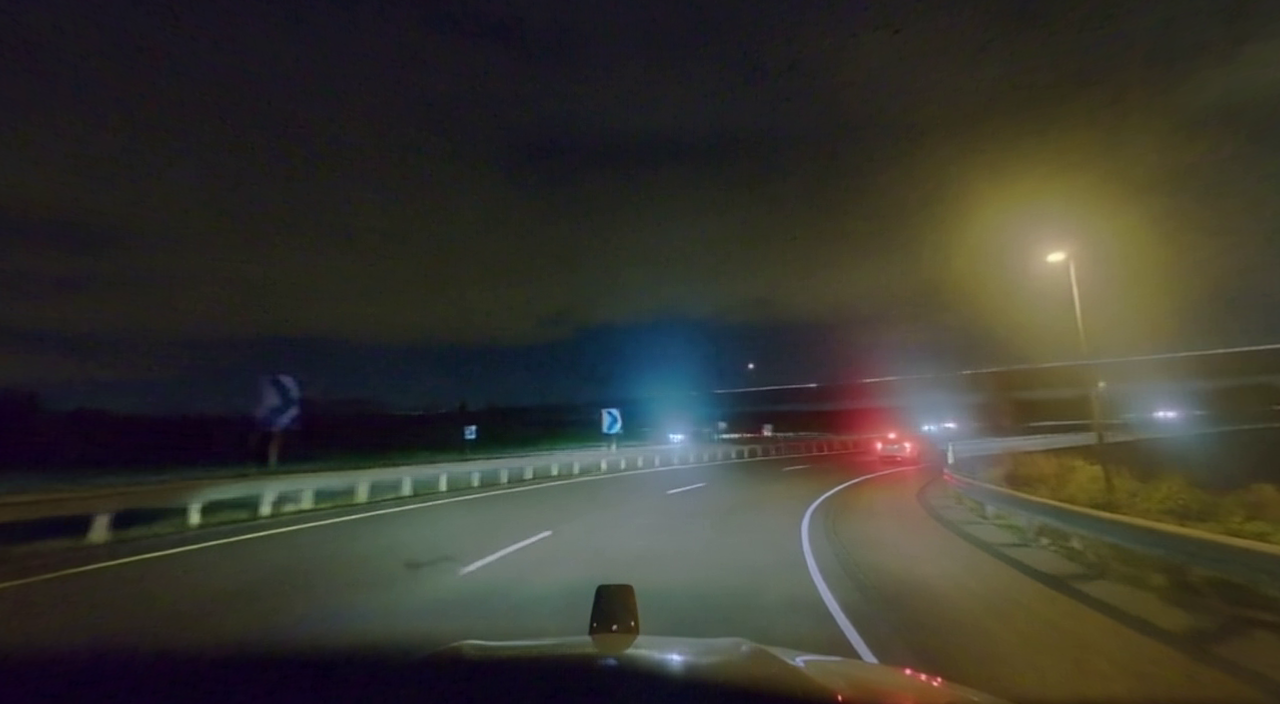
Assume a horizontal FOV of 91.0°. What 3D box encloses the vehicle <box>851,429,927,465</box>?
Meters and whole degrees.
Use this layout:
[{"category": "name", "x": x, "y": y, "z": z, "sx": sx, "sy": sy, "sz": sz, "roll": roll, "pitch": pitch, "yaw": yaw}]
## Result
[{"category": "vehicle", "x": 11.333, "y": 4.258, "z": 28.486, "sx": 2.028, "sy": 1.440, "sz": 3.970, "roll": -3, "pitch": -8, "yaw": 40}]
